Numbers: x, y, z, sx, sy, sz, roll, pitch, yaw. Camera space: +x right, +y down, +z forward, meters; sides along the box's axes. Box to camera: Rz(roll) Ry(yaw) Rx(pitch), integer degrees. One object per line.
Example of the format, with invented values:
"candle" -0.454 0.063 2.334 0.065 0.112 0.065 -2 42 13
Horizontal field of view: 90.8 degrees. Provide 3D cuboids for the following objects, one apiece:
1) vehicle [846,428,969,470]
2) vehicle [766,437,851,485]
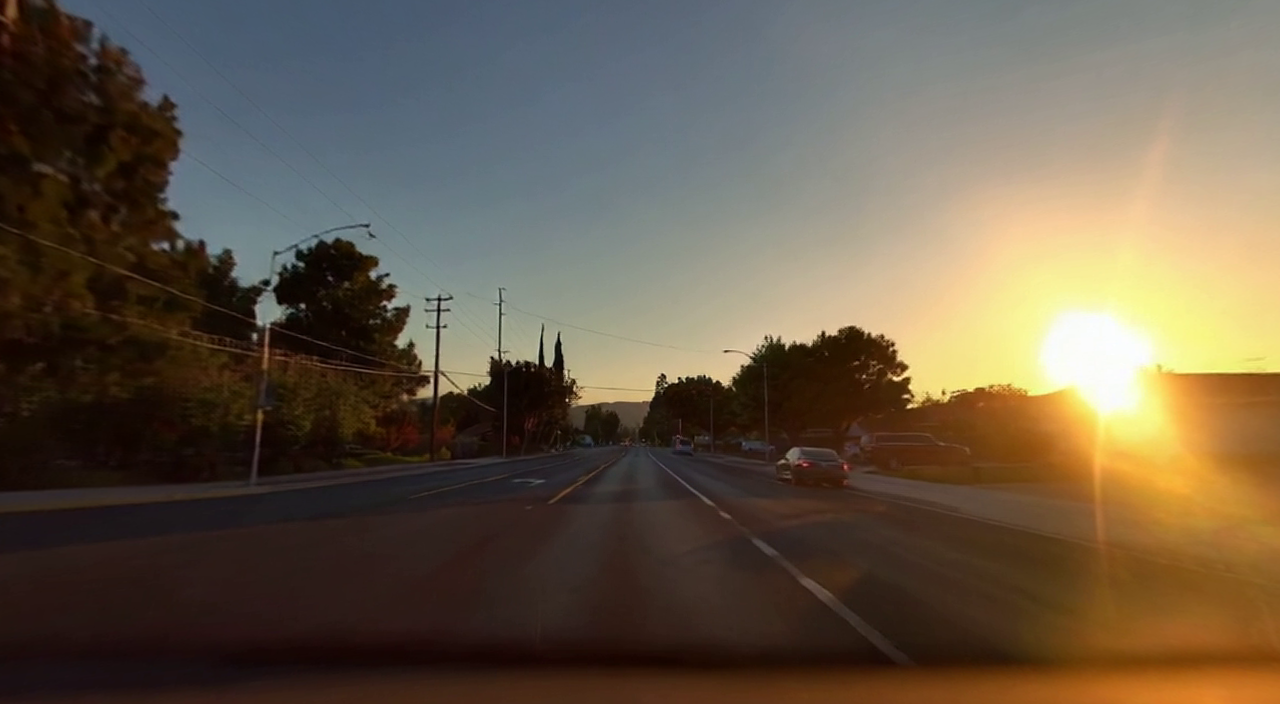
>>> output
"vehicle" 12.955 4.745 30.896 5.037 1.925 2.021 -1 -8 4
"vehicle" 6.700 4.387 25.711 2.043 1.747 4.680 0 -8 -2
